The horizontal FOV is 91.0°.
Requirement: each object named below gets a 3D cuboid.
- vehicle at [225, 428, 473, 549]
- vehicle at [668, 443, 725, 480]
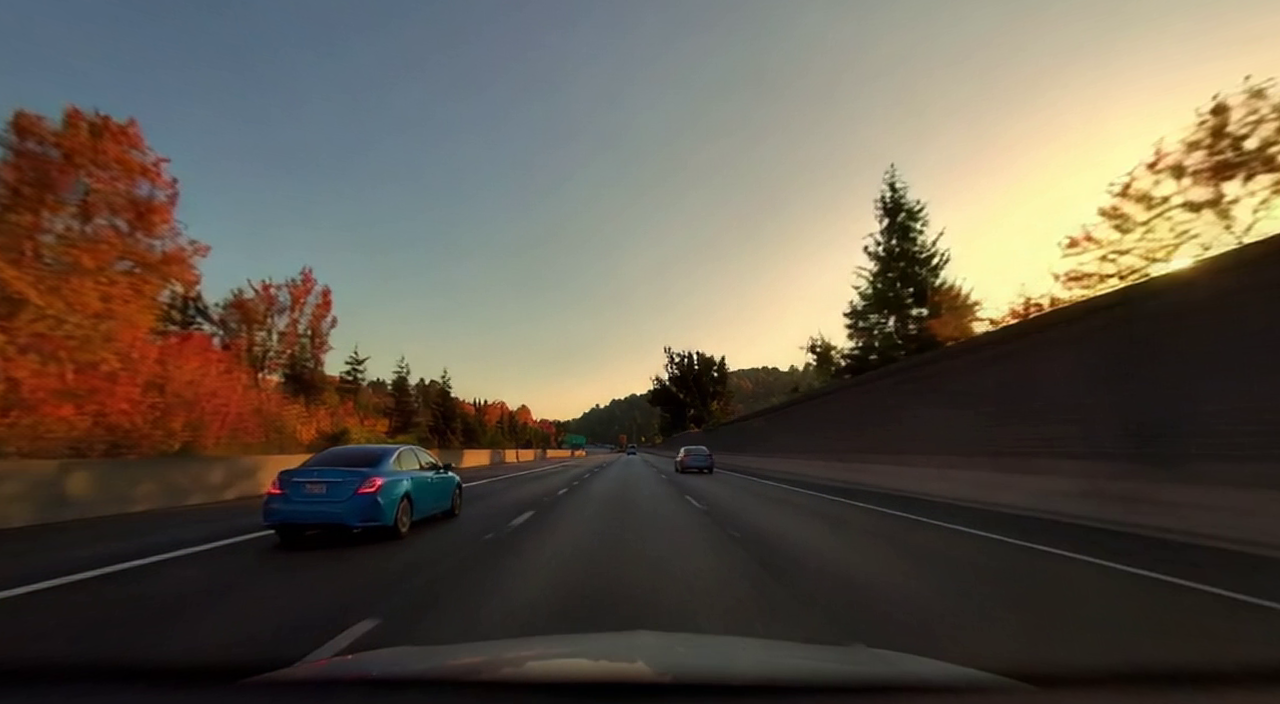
[{"bbox_3d":[-4.366,2.108,10.420,2.010,1.550,4.376,0,-9,0],"label":"vehicle"},{"bbox_3d":[2.614,5.201,30.238,2.146,1.573,4.661,0,-9,-2],"label":"vehicle"}]
